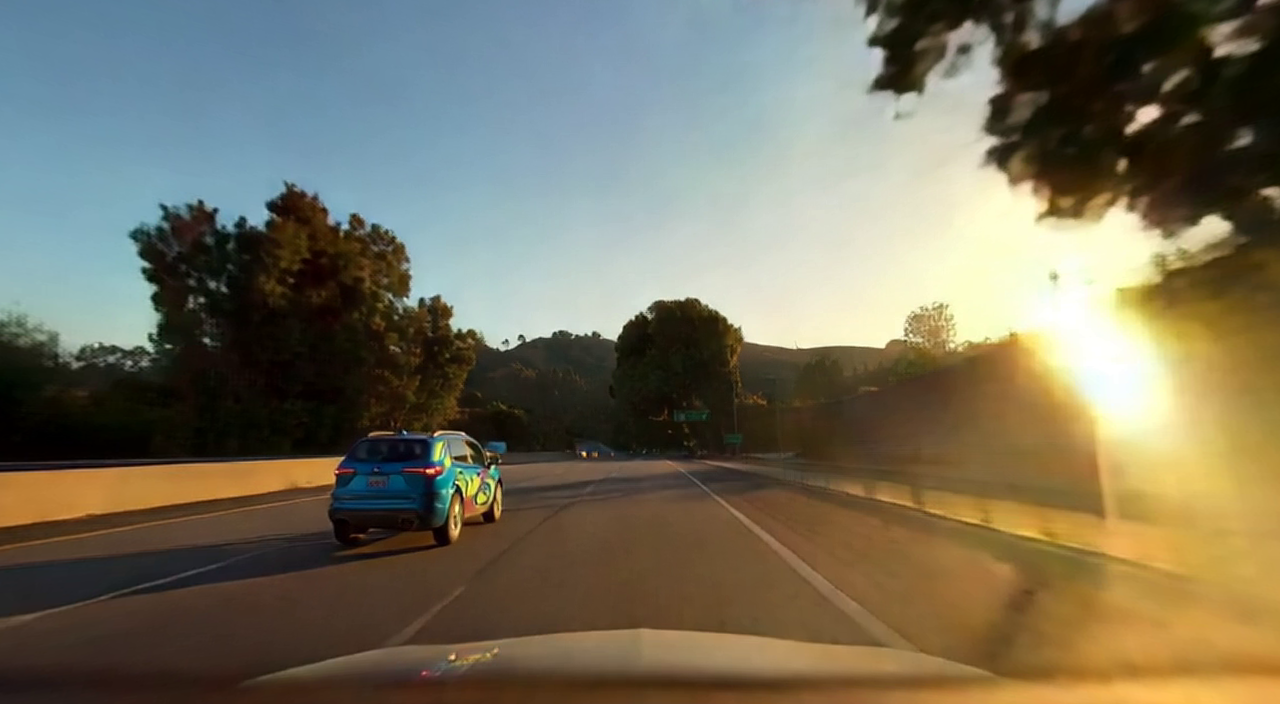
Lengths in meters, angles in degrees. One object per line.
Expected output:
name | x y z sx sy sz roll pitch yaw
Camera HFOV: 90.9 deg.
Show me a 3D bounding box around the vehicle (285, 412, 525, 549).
vehicle | -3.576 2.051 10.816 2.183 1.803 4.685 0 -8 2
